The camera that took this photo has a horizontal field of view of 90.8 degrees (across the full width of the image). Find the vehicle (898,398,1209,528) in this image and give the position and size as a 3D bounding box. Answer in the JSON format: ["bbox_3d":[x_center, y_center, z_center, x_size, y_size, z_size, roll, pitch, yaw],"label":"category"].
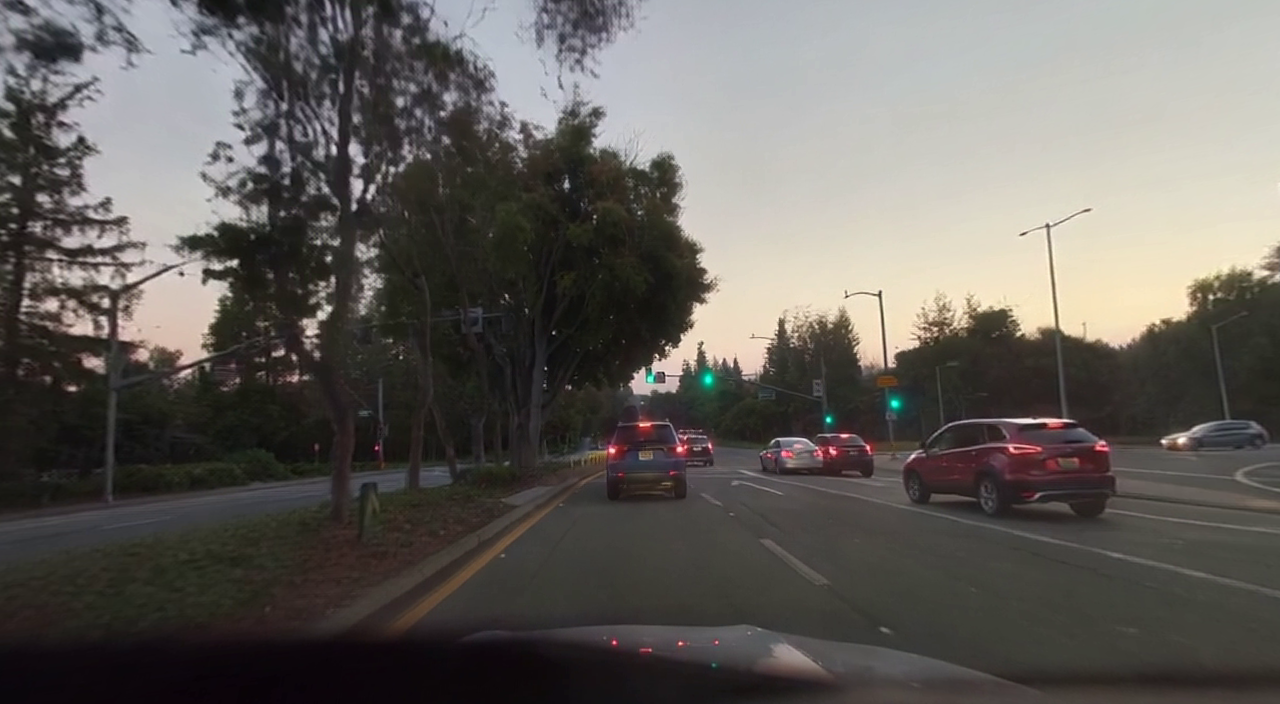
[{"bbox_3d":[7.128,2.026,11.932,2.251,1.873,5.346,0,-9,0],"label":"vehicle"}]

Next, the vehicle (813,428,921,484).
[{"bbox_3d":[7.343,3.431,20.942,2.025,1.642,4.189,0,-9,0],"label":"vehicle"}]

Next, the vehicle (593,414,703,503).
[{"bbox_3d":[0.148,2.599,15.688,2.353,1.894,4.122,0,-9,-1],"label":"vehicle"}]

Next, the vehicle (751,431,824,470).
[{"bbox_3d":[7.339,4.986,32.002,2.440,1.775,4.791,0,-9,-1],"label":"vehicle"}]
